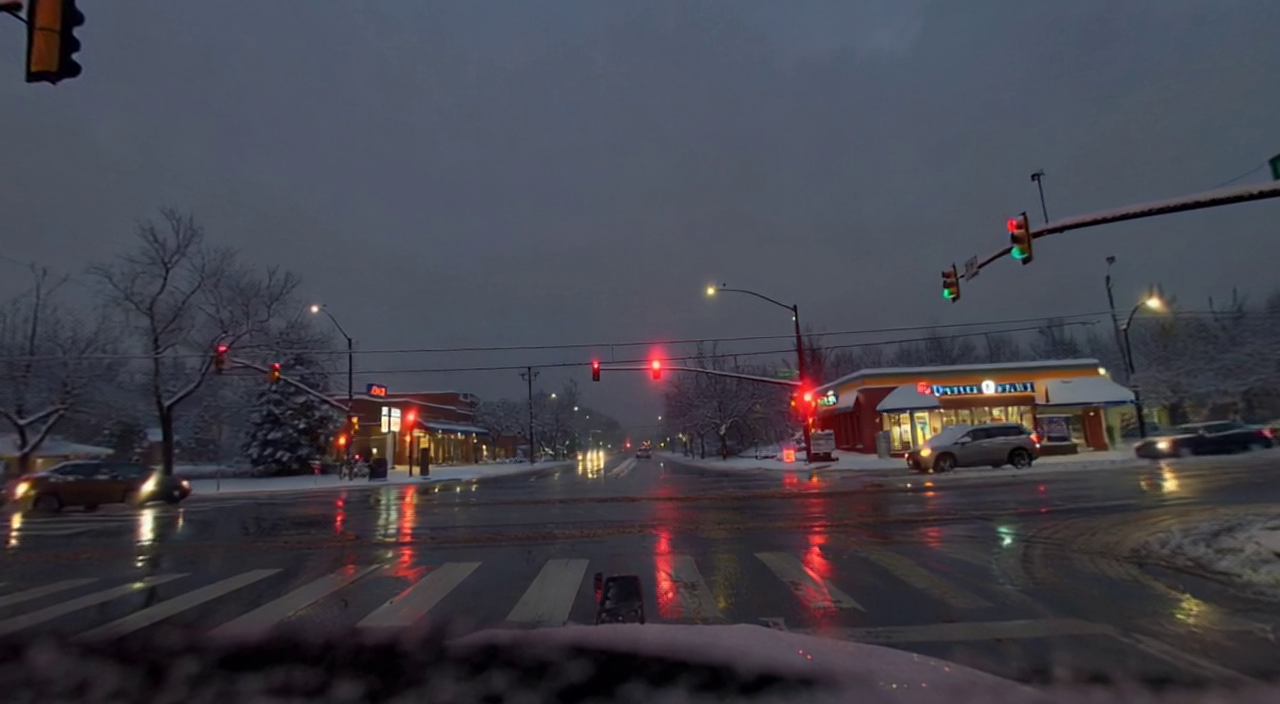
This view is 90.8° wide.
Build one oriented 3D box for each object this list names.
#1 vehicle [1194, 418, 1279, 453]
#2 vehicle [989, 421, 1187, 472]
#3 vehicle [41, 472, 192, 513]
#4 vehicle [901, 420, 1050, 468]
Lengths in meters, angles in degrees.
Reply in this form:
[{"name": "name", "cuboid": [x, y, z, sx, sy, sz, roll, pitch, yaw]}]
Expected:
[{"name": "vehicle", "cuboid": [28.064, 3.700, 28.030, 4.728, 1.468, 2.083, -4, -9, 24]}, {"name": "vehicle", "cuboid": [14.356, 3.097, 20.625, 4.835, 1.487, 1.913, -4, -9, 20]}, {"name": "vehicle", "cuboid": [-21.172, 5.677, 25.656, 4.676, 1.463, 1.909, -1, -8, 6]}, {"name": "vehicle", "cuboid": [13.020, 3.652, 24.948, 4.916, 1.730, 1.986, -4, -9, 21]}]
